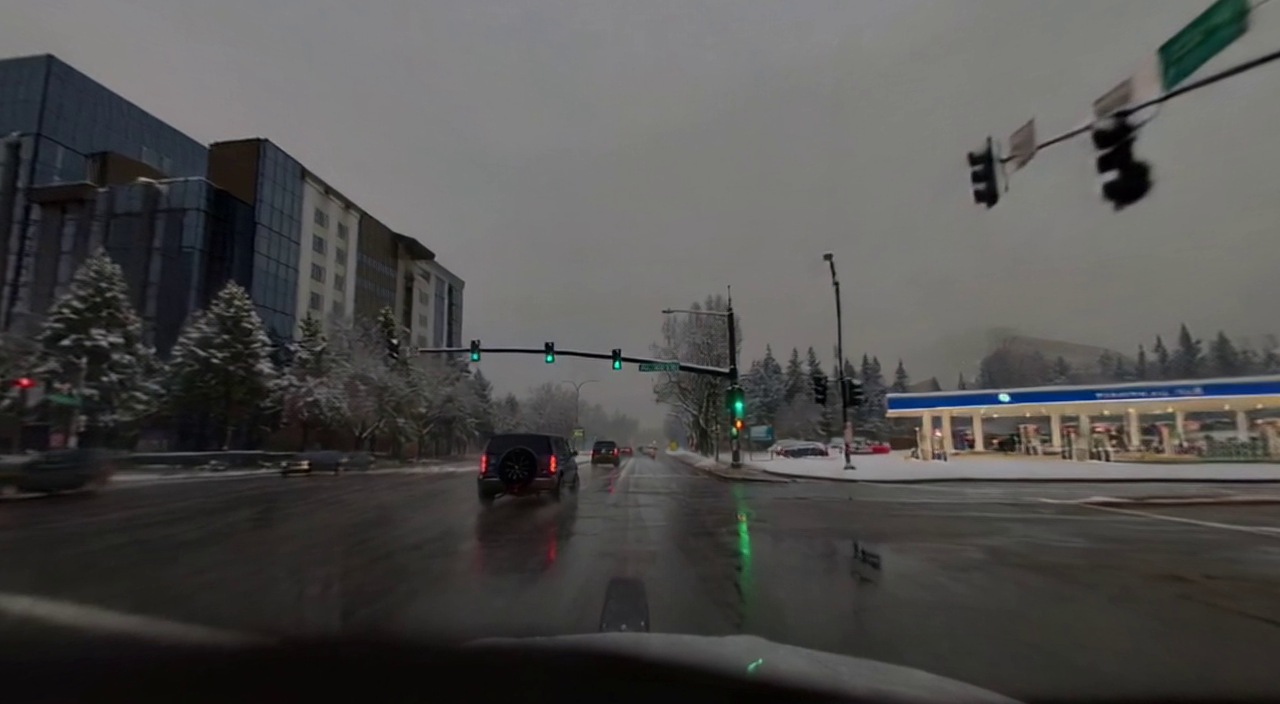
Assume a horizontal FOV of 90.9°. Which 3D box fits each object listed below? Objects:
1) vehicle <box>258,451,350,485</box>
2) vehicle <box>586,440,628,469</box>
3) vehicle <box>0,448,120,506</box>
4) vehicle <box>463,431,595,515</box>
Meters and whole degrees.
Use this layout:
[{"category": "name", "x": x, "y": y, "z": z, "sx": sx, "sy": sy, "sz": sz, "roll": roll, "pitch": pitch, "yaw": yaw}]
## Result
[{"category": "vehicle", "x": -17.043, "y": 5.887, "z": 32.253, "sx": 2.143, "sy": 1.488, "sz": 4.382, "roll": 0, "pitch": -8, "yaw": 3}, {"category": "vehicle", "x": -2.416, "y": 7.779, "z": 48.223, "sx": 2.602, "sy": 2.091, "sz": 6.347, "roll": 0, "pitch": -8, "yaw": 2}, {"category": "vehicle", "x": -20.371, "y": 4.048, "z": 20.812, "sx": 2.016, "sy": 1.697, "sz": 4.963, "roll": 0, "pitch": -8, "yaw": 2}, {"category": "vehicle", "x": -2.471, "y": 2.833, "z": 15.389, "sx": 2.183, "sy": 1.731, "sz": 4.338, "roll": 0, "pitch": -8, "yaw": 4}]
